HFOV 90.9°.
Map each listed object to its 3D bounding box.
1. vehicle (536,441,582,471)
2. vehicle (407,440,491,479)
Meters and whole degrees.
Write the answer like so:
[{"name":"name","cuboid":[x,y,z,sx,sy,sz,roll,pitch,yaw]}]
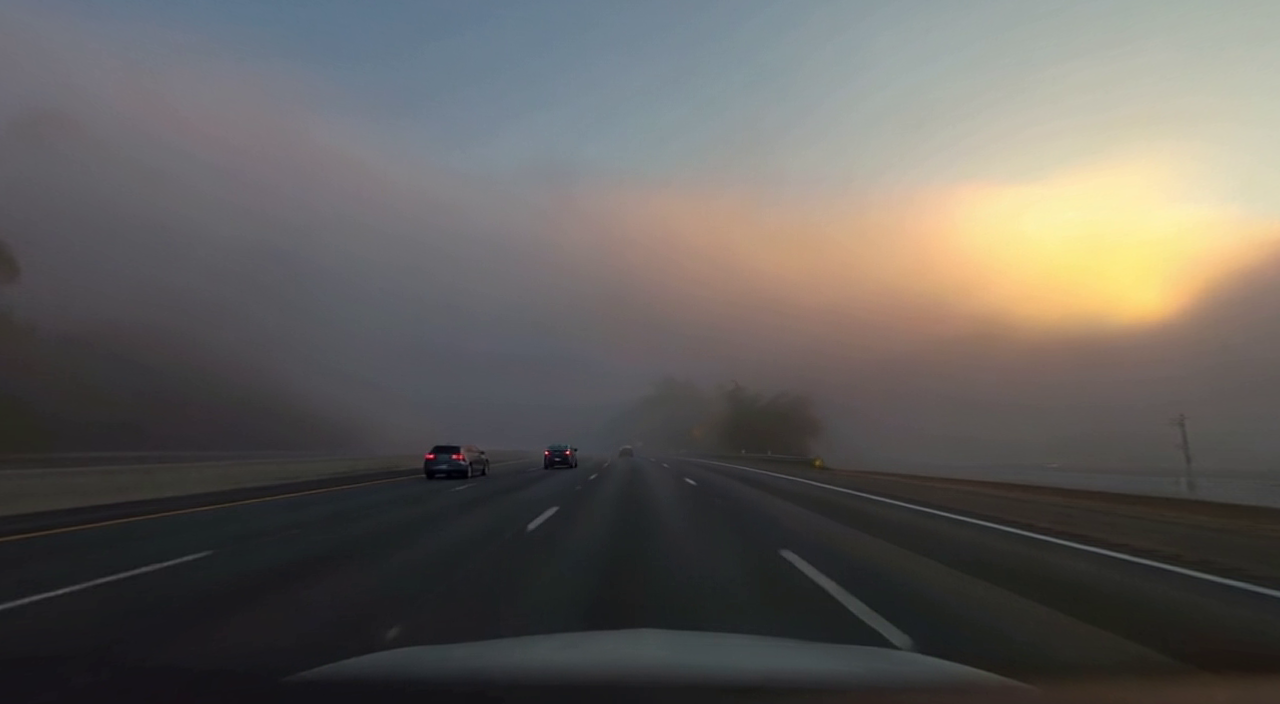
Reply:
[{"name":"vehicle","cuboid":[-4.163,5.420,32.996,1.936,1.465,4.060,0,-8,0]},{"name":"vehicle","cuboid":[-7.767,4.403,26.143,2.038,1.463,4.656,0,-8,0]}]
